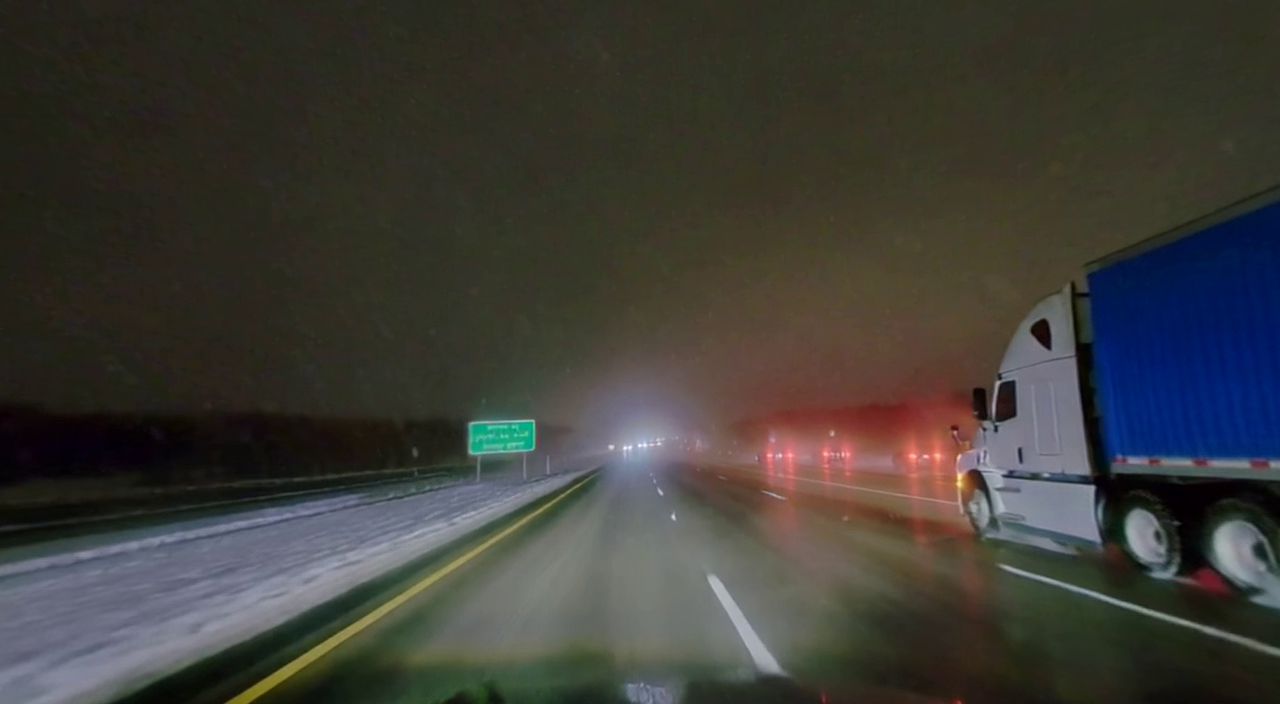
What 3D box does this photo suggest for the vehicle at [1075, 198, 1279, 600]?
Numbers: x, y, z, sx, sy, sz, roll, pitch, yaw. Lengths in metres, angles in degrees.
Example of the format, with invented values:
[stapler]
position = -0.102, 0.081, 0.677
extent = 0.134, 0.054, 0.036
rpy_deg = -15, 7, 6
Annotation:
[vehicle]
position = 6.498, 0.117, 3.493
extent = 2.690, 3.197, 7.515
rpy_deg = 0, -9, 0
